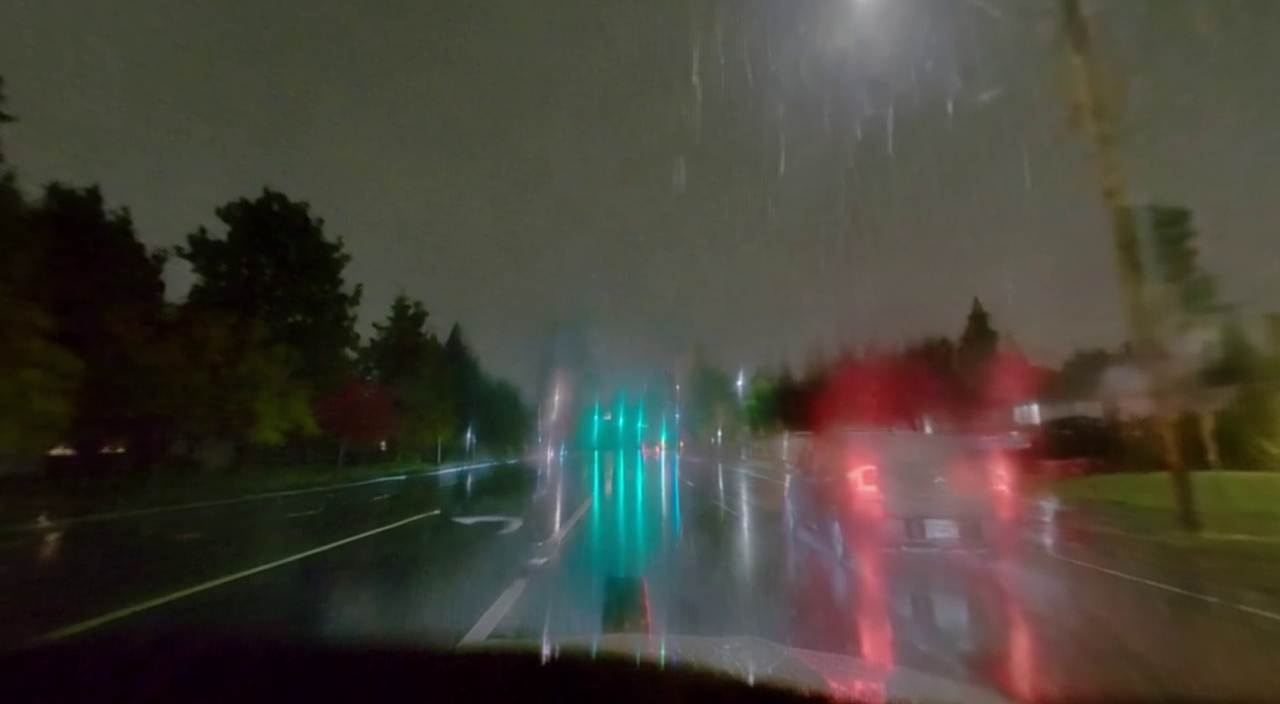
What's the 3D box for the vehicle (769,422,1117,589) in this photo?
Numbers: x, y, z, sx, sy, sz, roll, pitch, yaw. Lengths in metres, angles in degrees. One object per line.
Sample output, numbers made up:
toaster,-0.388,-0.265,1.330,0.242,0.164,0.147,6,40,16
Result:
vehicle,3.153,1.689,7.835,2.134,1.476,4.327,0,-8,0
